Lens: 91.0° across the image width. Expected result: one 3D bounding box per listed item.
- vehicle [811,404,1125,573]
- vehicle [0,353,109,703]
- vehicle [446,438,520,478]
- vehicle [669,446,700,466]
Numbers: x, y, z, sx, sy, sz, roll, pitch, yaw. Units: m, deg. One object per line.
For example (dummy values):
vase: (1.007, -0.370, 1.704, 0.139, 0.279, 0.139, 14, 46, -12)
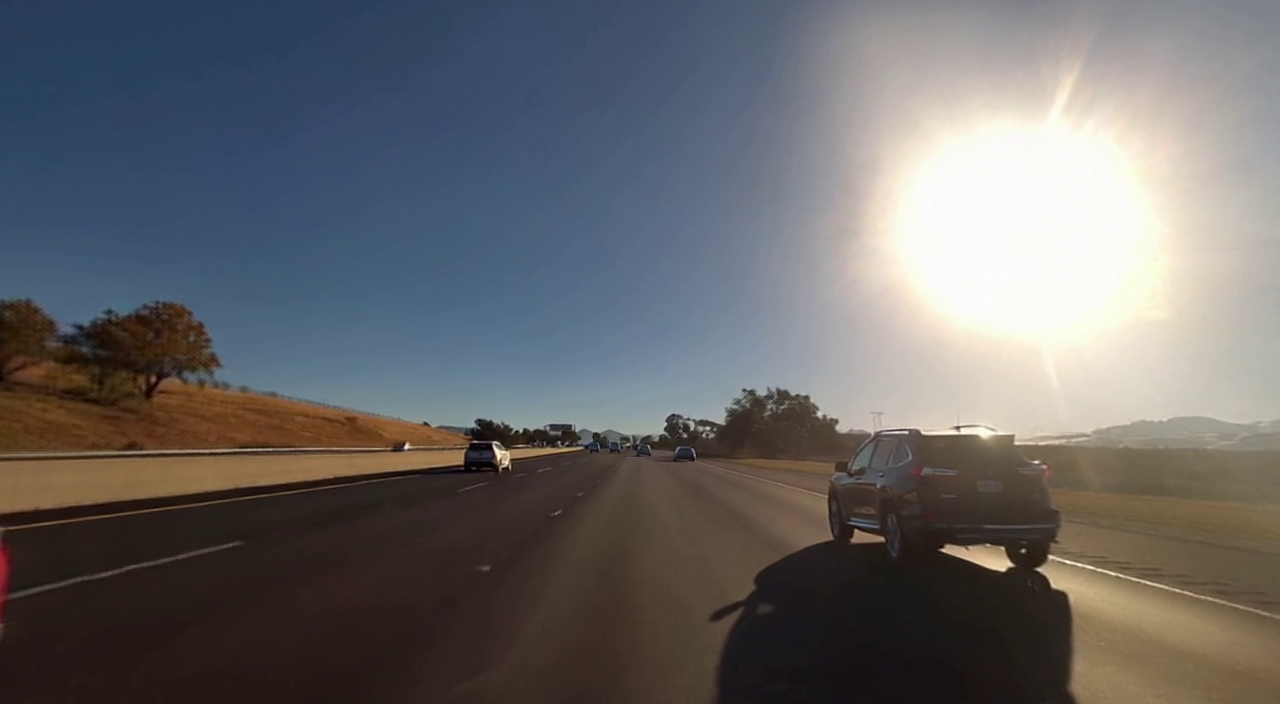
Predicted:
vehicle: (4.299, 1.868, 9.430, 2.153, 1.860, 4.689, 0, -9, 0)
vehicle: (-3.942, 0.624, 1.005, 2.214, 1.743, 4.465, 0, -9, 1)
vehicle: (-7.146, 4.864, 29.173, 2.095, 1.696, 4.680, -1, -9, 2)
vehicle: (3.465, 8.156, 49.514, 2.038, 1.497, 4.167, 0, -9, -1)
